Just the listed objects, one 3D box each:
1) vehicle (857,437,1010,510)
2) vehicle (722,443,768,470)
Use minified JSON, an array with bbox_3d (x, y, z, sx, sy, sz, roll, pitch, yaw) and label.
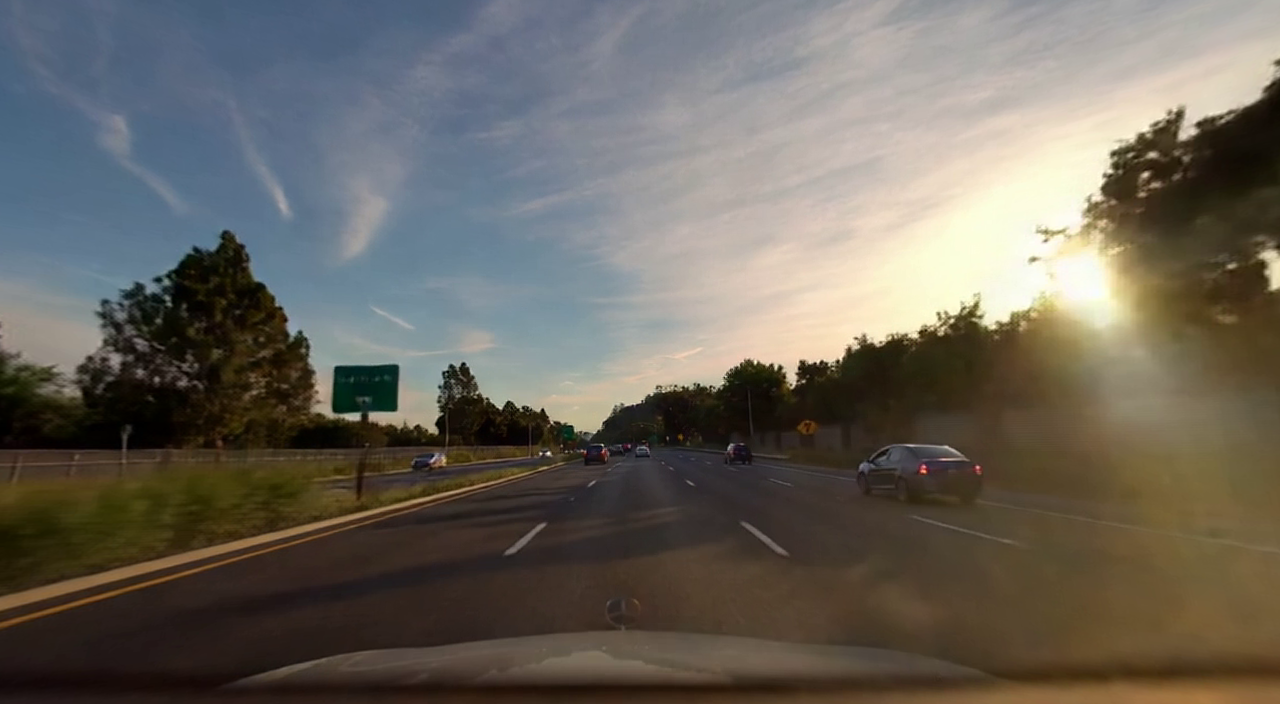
[{"bbox_3d":[6.850,2.852,15.246,1.838,1.518,3.713,0,-8,-1],"label":"vehicle"},{"bbox_3d":[6.597,6.579,40.149,1.987,1.597,4.463,0,-8,-2],"label":"vehicle"}]
